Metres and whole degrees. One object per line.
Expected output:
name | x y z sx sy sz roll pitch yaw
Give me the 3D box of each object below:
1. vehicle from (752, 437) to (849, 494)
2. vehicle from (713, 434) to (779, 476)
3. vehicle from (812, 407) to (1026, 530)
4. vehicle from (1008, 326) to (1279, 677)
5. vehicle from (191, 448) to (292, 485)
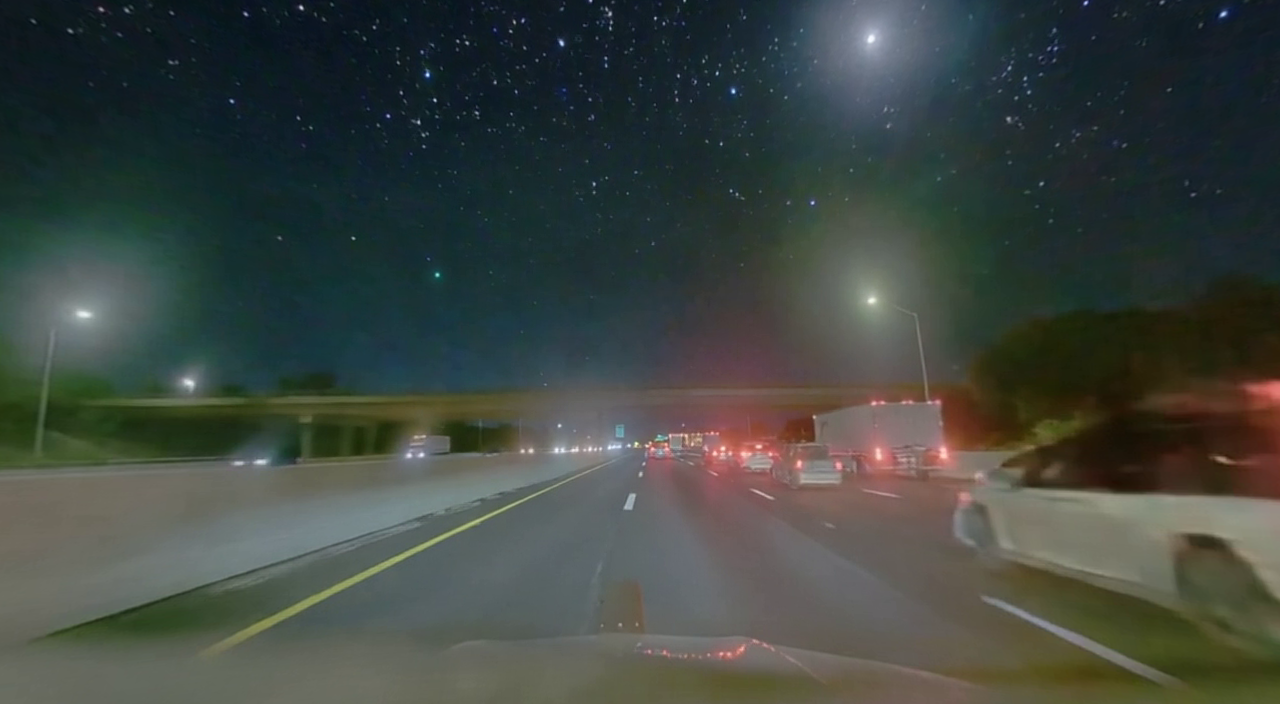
vehicle | 4.737 3.390 19.246 1.950 1.529 3.884 0 -8 1
vehicle | 4.924 4.874 30.147 2.201 1.804 4.801 0 -8 -1
vehicle | 5.047 2.189 12.401 1.991 1.921 4.879 0 -8 1
vehicle | 4.714 0.859 3.658 2.191 1.963 5.001 0 -8 1
vehicle | -19.695 5.624 31.497 1.953 1.680 4.506 0 -8 2
